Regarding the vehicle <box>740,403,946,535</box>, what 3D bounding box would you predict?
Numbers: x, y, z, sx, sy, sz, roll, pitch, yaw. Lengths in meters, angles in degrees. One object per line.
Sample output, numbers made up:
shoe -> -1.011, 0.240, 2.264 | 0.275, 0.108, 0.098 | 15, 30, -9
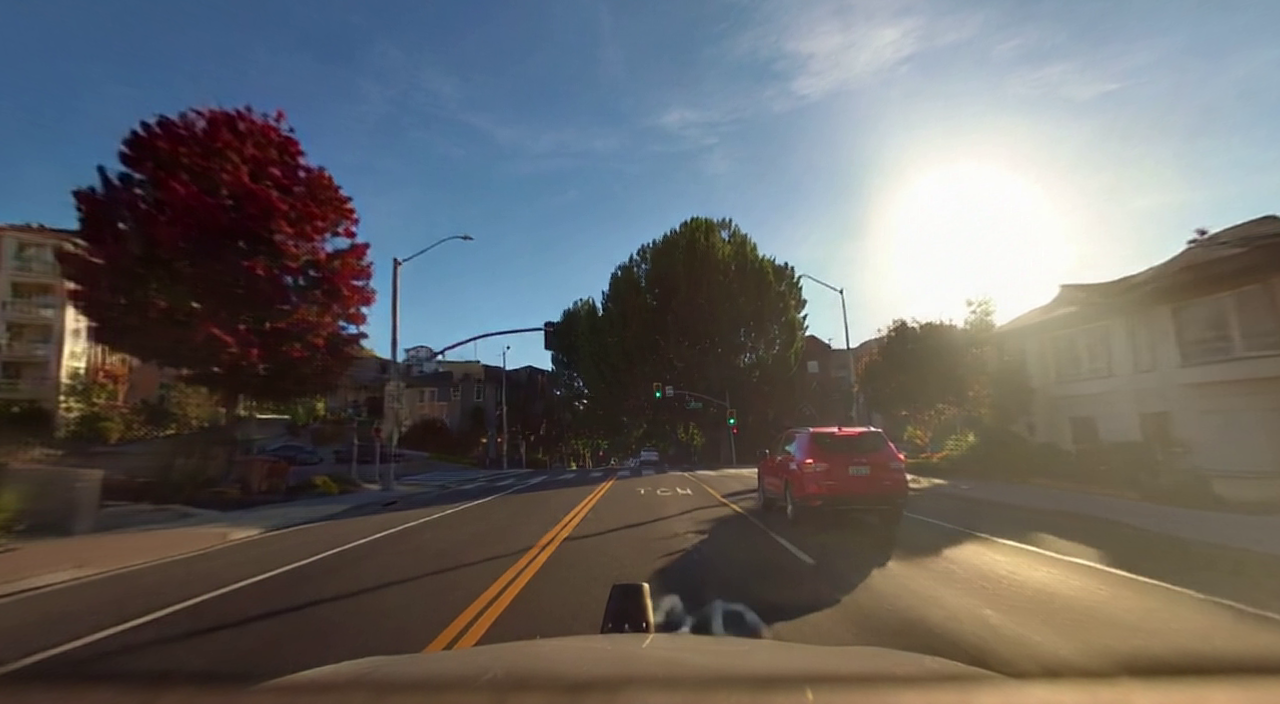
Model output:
vehicle -> 3.296, 2.039, 11.511 | 2.130, 1.863, 4.844 | 0, -9, 0

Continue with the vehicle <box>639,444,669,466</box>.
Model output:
vehicle -> 0.965, 7.512, 46.113 | 2.097, 1.463, 4.043 | 0, -9, 0
